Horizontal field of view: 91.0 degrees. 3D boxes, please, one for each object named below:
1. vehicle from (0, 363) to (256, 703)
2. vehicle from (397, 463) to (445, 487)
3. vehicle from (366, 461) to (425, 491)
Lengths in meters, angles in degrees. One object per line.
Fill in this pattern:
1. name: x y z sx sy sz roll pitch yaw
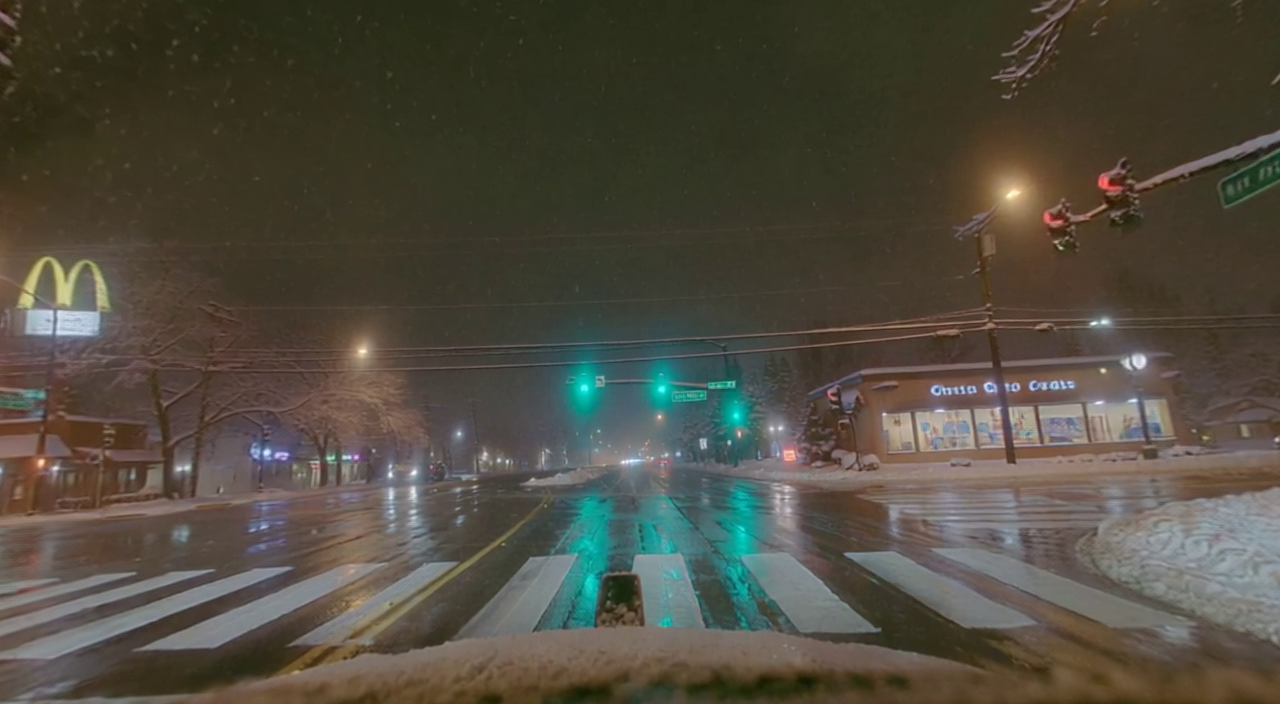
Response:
1. vehicle: -3.411 0.738 1.411 2.081 1.644 4.523 0 -9 2
2. vehicle: -15.739 8.833 45.415 1.931 1.471 4.152 0 -9 0
3. vehicle: -19.203 9.732 49.803 2.227 2.033 5.614 0 -9 1
